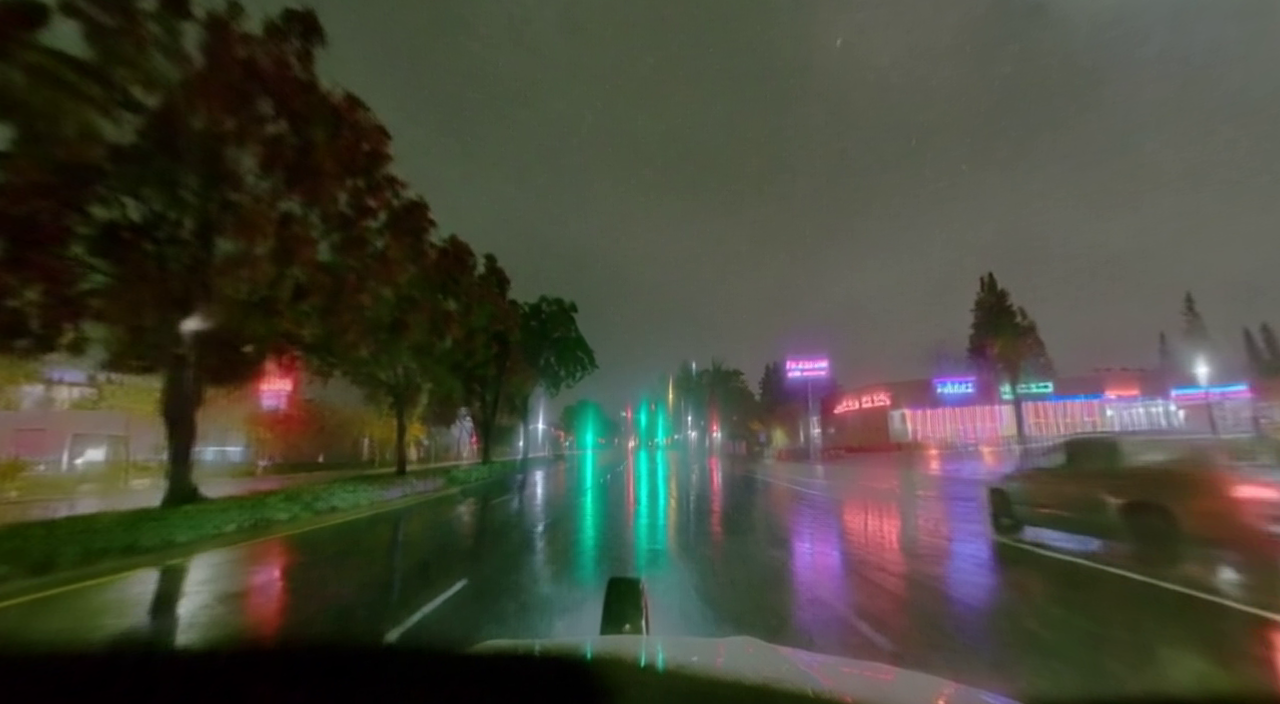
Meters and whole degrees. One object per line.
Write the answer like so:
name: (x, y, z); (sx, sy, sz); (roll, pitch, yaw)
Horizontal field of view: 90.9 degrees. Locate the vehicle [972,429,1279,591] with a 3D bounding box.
vehicle: (6.582, 1.830, 8.296); (1.923, 1.498, 4.676); (1, -8, 1)
